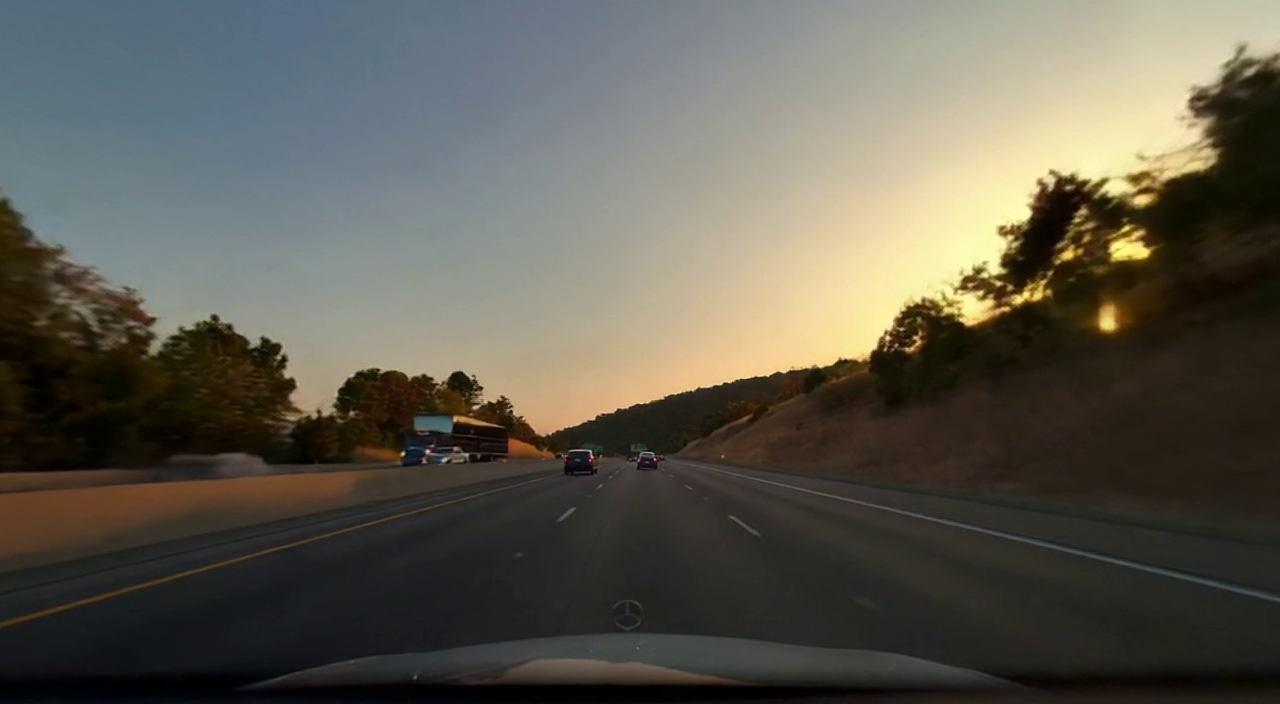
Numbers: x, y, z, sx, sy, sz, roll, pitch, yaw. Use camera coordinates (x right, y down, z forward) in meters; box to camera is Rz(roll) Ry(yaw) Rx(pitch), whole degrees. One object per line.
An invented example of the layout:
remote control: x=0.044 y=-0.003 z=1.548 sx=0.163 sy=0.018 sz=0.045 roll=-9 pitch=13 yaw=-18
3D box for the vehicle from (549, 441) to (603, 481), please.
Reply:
vehicle: x=-3.055 y=5.309 z=30.880 sx=2.143 sy=1.770 sz=4.283 roll=0 pitch=-9 yaw=1

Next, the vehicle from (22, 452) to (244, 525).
vehicle: x=-11.526 y=3.084 z=14.780 sx=1.817 sy=1.439 sz=4.056 roll=0 pitch=-9 yaw=0

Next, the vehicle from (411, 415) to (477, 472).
vehicle: x=-14.870 y=7.021 z=48.332 sx=2.994 sy=4.041 sz=5.835 roll=0 pitch=-9 yaw=0

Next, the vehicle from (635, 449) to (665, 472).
vehicle: x=0.693 y=7.826 z=45.604 sx=2.036 sy=1.519 sz=4.225 roll=0 pitch=-9 yaw=0
